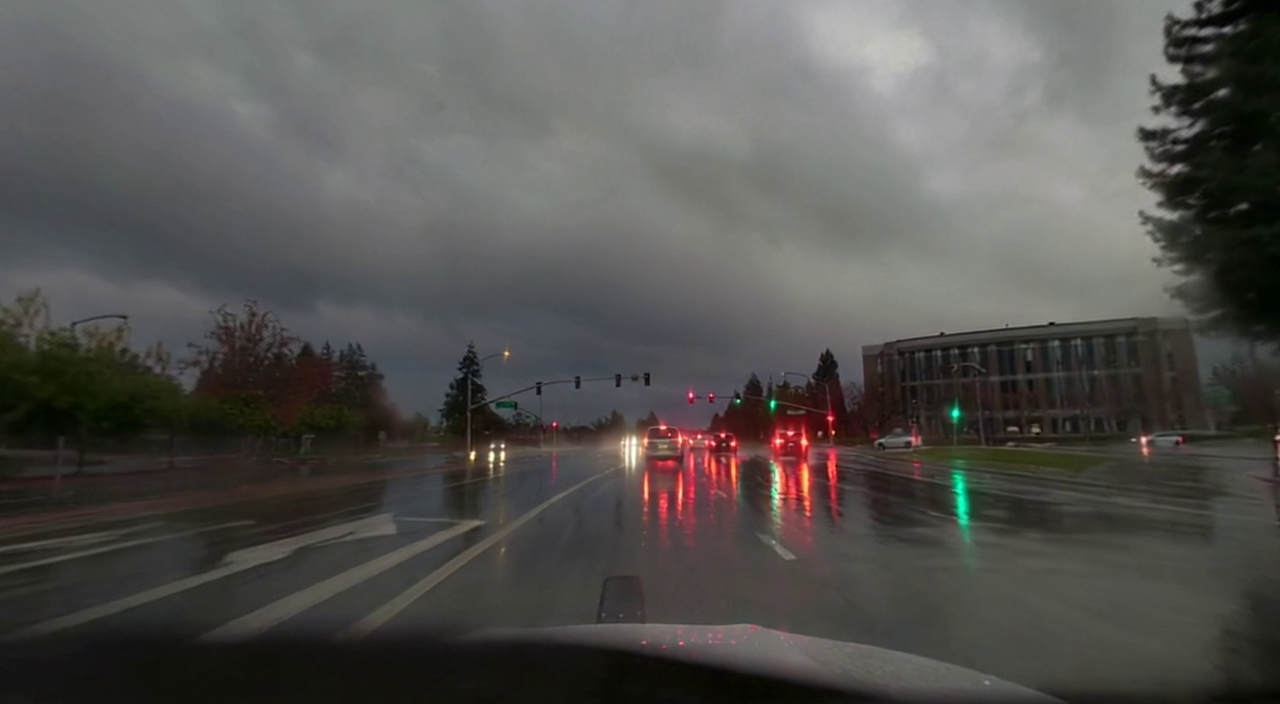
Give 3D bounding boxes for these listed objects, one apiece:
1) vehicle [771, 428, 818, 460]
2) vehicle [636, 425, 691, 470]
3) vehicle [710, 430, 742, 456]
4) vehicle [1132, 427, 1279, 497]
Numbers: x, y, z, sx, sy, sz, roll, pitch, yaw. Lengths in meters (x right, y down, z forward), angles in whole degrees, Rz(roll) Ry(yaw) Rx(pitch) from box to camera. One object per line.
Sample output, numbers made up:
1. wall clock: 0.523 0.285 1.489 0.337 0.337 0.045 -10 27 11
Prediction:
1. vehicle: 9.257 5.578 38.265 2.074 1.791 4.393 -1 -9 5
2. vehicle: 1.082 4.163 27.499 2.211 1.795 4.179 -1 -9 4
3. vehicle: 6.452 6.772 46.940 2.188 1.774 4.646 -2 -9 9
4. vehicle: 15.524 2.890 16.887 2.118 1.606 4.640 -3 -9 17
